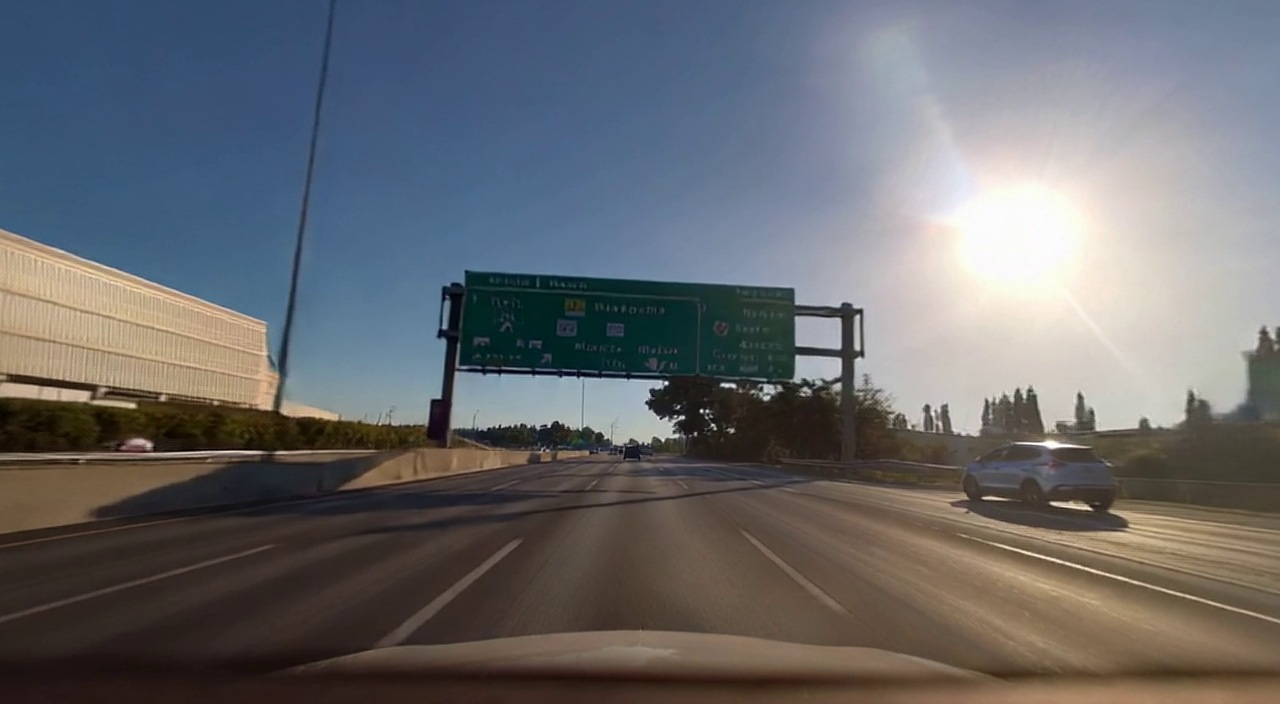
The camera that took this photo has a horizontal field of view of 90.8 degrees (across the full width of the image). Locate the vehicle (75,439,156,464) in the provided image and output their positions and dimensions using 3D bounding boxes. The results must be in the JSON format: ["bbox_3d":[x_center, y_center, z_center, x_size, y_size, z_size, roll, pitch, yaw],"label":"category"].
[{"bbox_3d":[-37.264,7.089,44.956,2.001,1.644,4.350,0,-9,0],"label":"vehicle"}]

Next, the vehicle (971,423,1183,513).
[{"bbox_3d":[12.888,3.445,19.261,2.411,2.326,5.300,0,-9,-2],"label":"vehicle"}]
